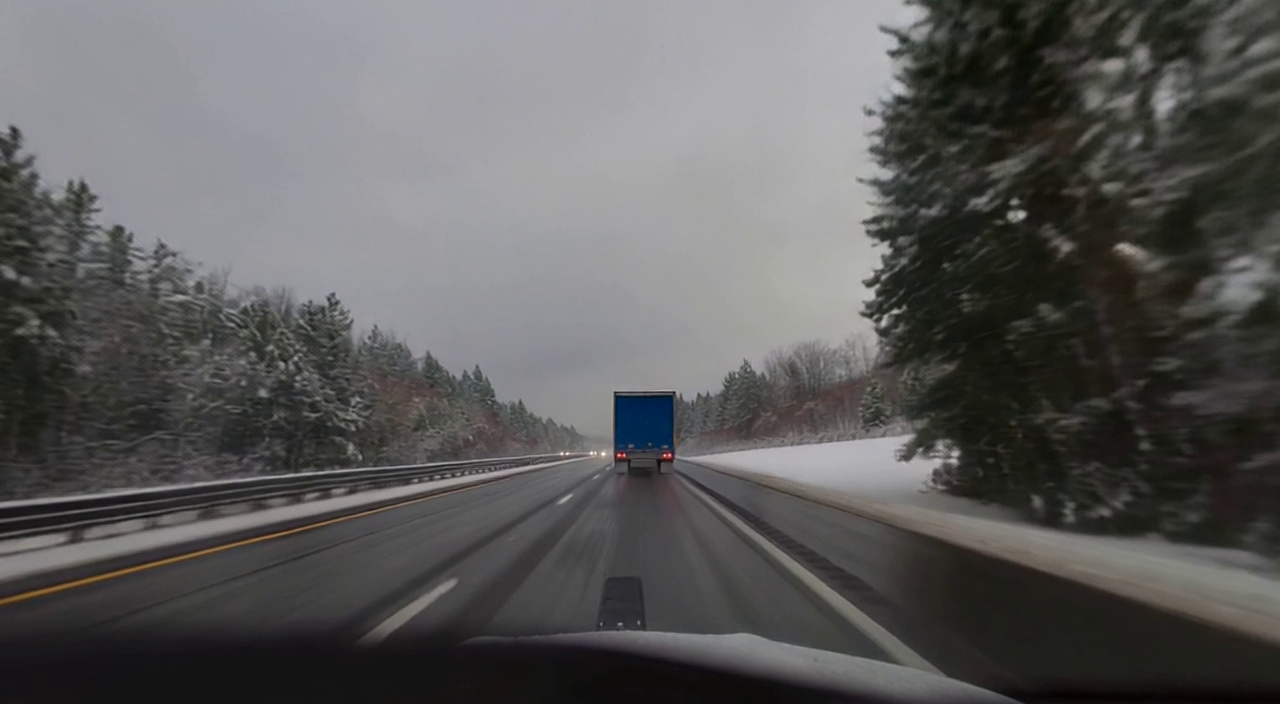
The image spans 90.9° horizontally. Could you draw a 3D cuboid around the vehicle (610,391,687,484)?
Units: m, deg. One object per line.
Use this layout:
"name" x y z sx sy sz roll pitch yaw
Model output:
"vehicle" 0.199 3.924 28.339 2.913 3.530 8.648 0 -9 -2
